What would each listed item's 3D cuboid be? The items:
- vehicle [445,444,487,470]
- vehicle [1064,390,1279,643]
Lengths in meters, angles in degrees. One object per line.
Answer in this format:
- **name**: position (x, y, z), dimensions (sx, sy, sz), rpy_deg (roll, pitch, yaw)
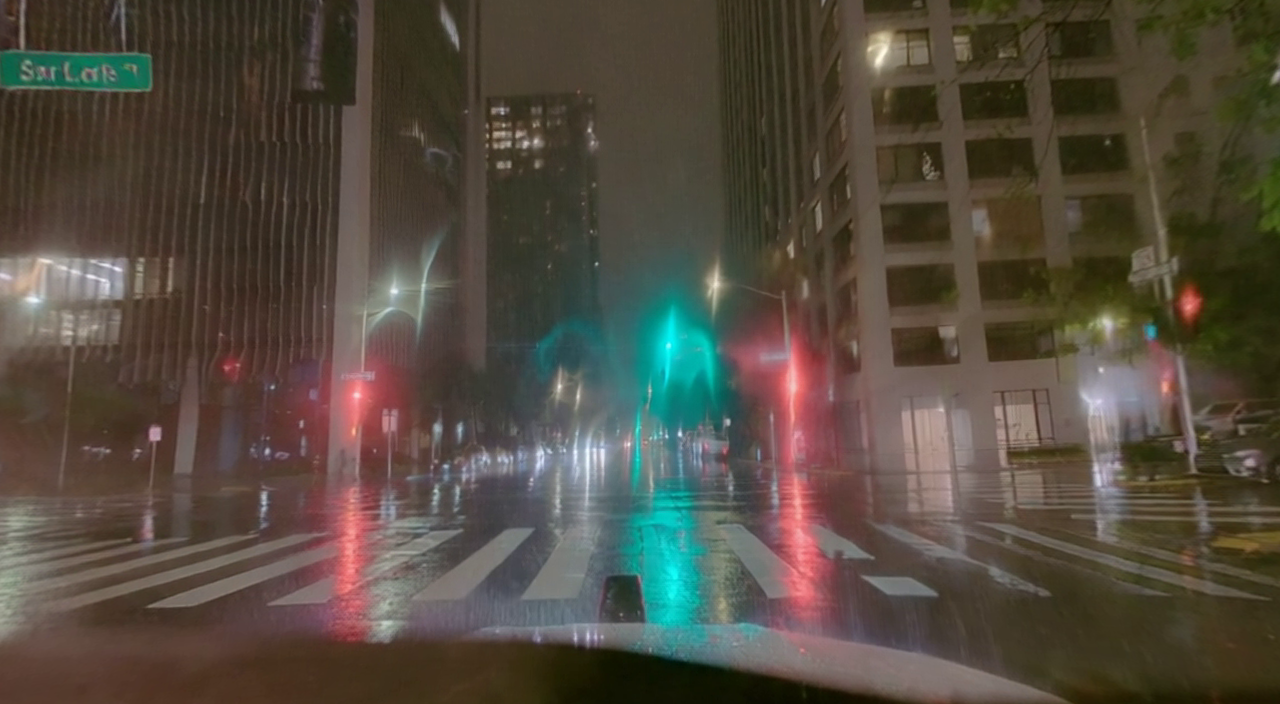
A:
- **vehicle**: position (-12.448, 7.509, 45.380), dimensions (1.935, 1.639, 4.244), rpy_deg (-3, -8, -2)
- **vehicle**: position (5.648, 1.138, 4.251), dimensions (2.070, 1.804, 4.881), rpy_deg (0, -8, -1)
